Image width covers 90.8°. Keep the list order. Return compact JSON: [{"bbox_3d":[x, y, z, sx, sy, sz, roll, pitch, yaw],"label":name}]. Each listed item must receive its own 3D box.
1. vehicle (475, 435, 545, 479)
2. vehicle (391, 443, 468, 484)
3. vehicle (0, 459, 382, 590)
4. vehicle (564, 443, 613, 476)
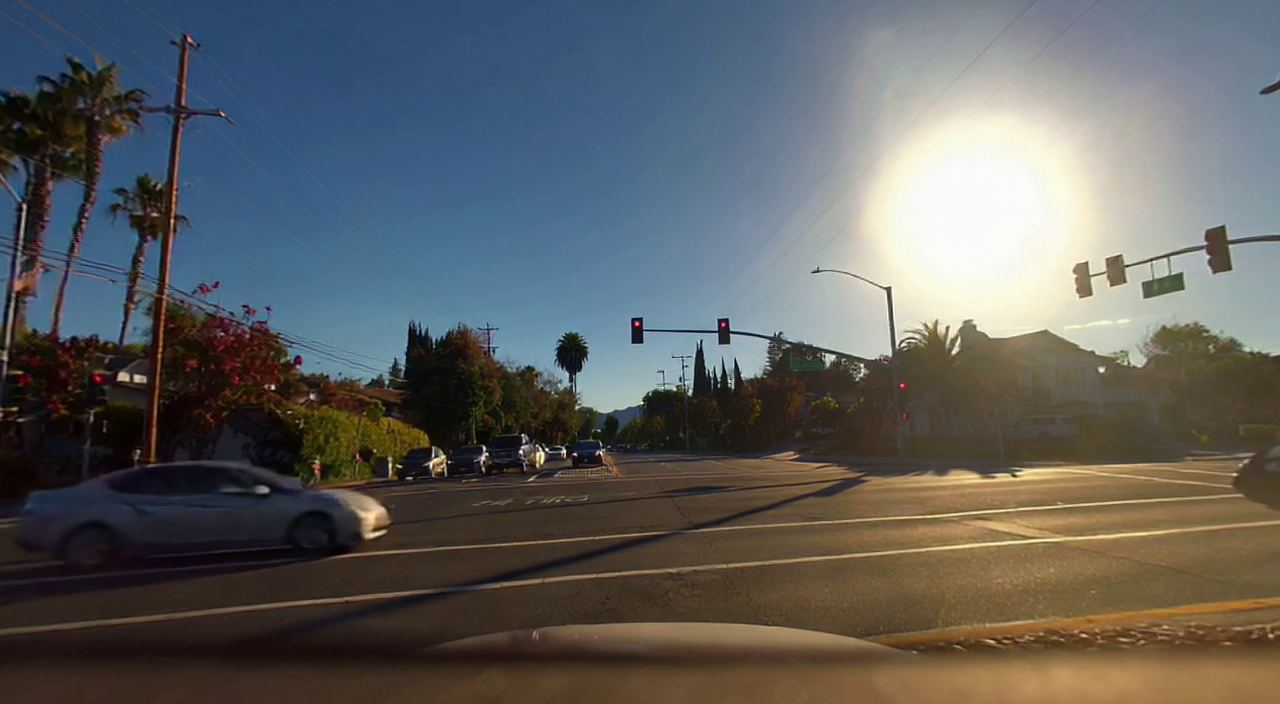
[{"bbox_3d":[-6.400,5.237,31.779,2.479,1.977,5.254,0,-9,-1],"label":"vehicle"},{"bbox_3d":[-10.181,5.387,30.978,2.241,1.819,4.690,0,-9,-1],"label":"vehicle"},{"bbox_3d":[-6.054,2.200,8.642,4.443,1.367,2.197,2,-9,-17],"label":"vehicle"},{"bbox_3d":[-2.414,5.219,30.937,2.174,1.477,4.805,0,-9,-2],"label":"vehicle"}]
